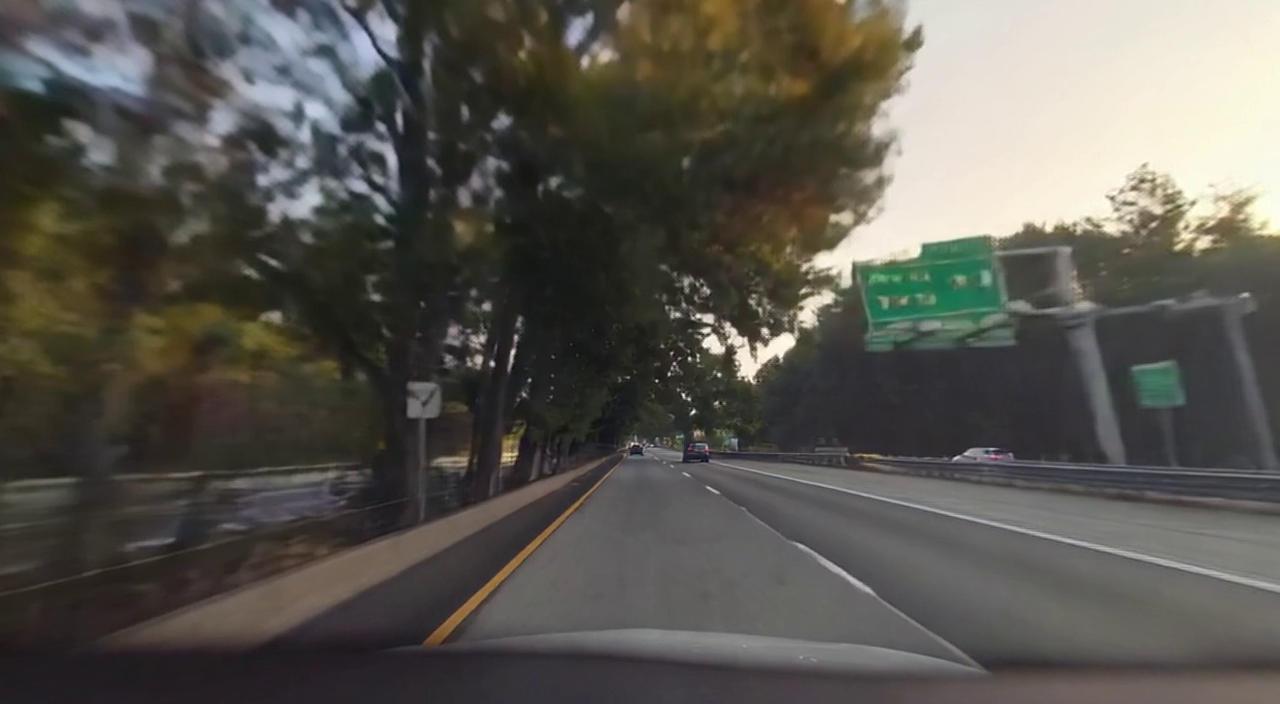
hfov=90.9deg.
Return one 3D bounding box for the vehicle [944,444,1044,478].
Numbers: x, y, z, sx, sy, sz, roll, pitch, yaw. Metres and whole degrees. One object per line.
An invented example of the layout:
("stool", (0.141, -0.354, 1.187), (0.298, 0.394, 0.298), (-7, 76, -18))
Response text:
("vehicle", (15.379, 4.750, 27.623), (1.926, 1.386, 3.719), (1, -9, -6))
